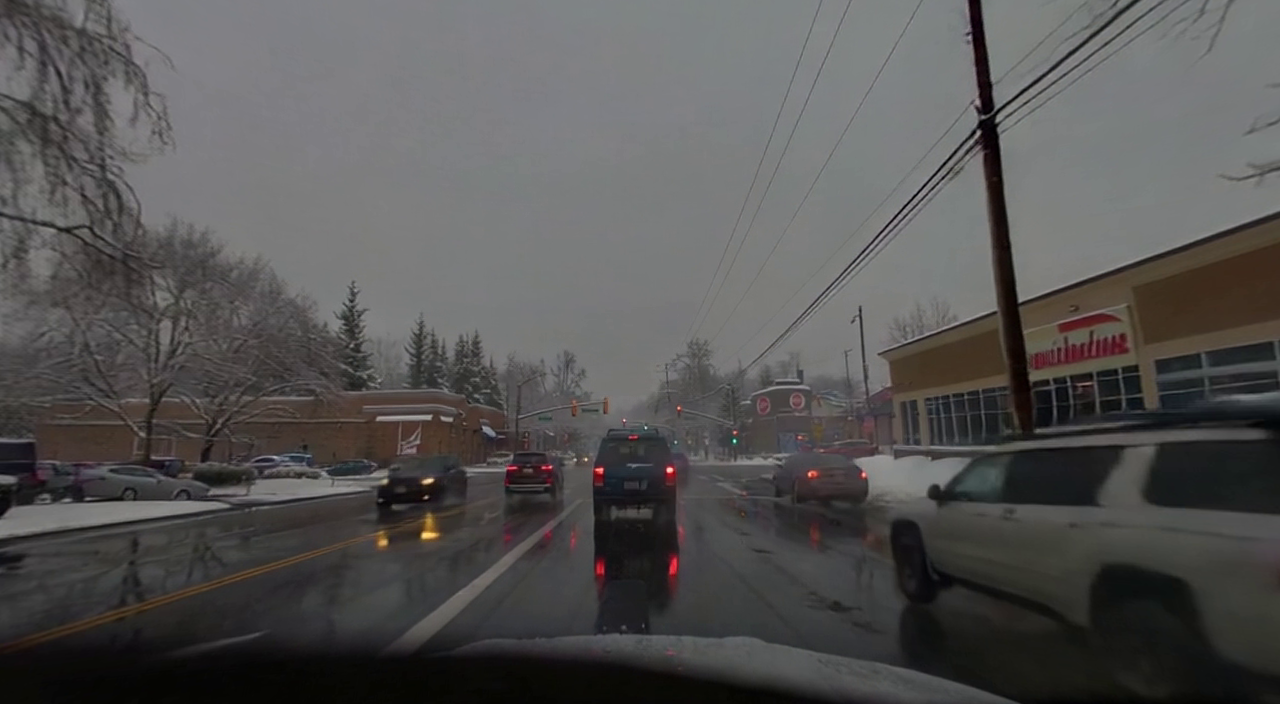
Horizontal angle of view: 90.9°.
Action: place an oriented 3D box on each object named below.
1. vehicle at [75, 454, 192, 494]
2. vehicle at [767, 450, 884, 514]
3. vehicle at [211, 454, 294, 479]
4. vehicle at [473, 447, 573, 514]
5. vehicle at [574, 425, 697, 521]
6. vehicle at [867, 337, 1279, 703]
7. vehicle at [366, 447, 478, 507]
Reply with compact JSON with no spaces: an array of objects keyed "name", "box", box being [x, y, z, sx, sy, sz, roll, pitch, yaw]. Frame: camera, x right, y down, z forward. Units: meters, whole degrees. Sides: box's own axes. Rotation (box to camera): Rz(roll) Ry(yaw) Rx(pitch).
[{"name":"vehicle","box":[-26.312,6.291,33.046,2.123,1.820,5.136,0,-8,-4]},{"name":"vehicle","box":[5.206,3.683,18.493,1.994,1.545,4.919,0,-8,1]},{"name":"vehicle","box":[-27.362,8.092,44.596,4.458,1.608,2.051,0,-8,2]},{"name":"vehicle","box":[-3.035,3.414,17.351,1.975,1.570,4.456,0,-8,-1]},{"name":"vehicle","box":[-0.118,3.013,16.394,2.638,2.065,5.313,0,-8,0]},{"name":"vehicle","box":[3.343,1.072,3.695,2.276,1.787,4.630,0,-8,0]},{"name":"vehicle","box":[-6.986,4.020,20.812,2.121,1.746,4.402,0,-8,0]}]
